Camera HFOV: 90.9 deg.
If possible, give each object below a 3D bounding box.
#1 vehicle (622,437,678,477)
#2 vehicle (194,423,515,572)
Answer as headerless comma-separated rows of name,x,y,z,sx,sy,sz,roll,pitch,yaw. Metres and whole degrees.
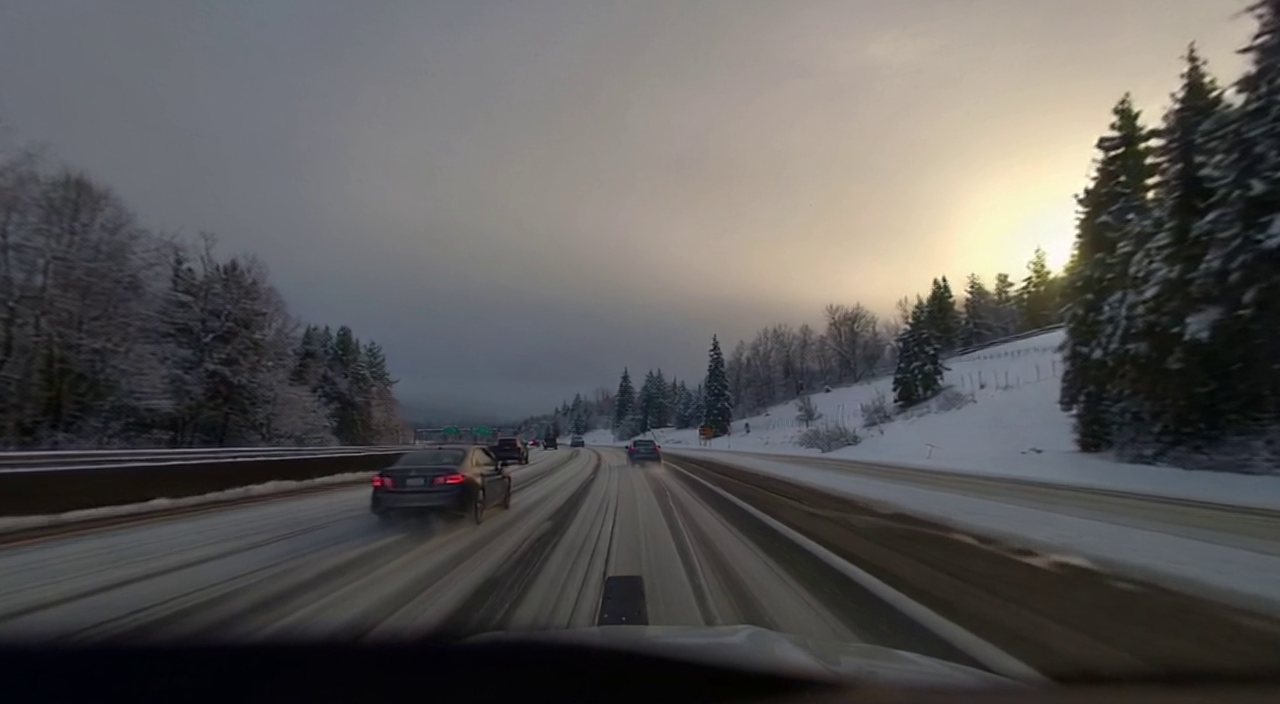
vehicle,0.311,4.139,25.052,2.051,1.444,3.927,0,-9,-2
vehicle,-3.463,1.888,9.087,2.246,1.519,4.980,0,-9,1
